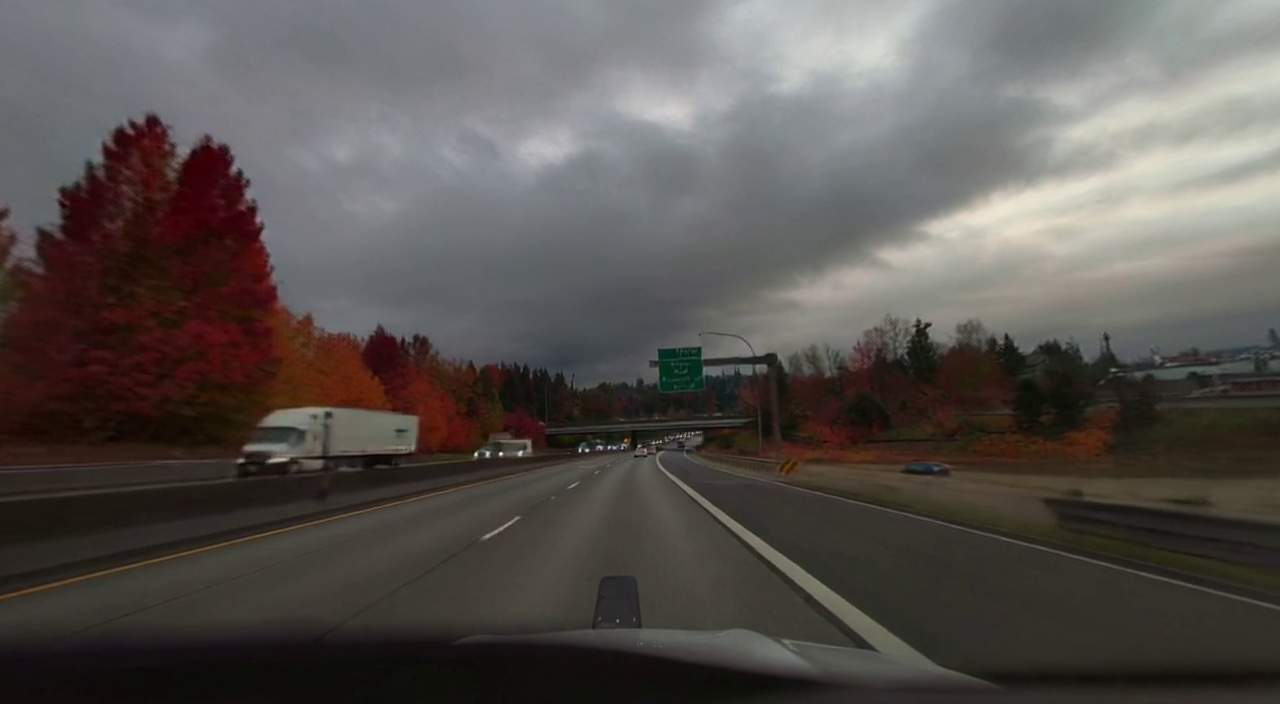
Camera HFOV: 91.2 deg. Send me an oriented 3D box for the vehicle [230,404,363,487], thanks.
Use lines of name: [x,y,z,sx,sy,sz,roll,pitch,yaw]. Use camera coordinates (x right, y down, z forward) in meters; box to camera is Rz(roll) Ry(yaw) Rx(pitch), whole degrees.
vehicle: [-17.408,4.837,32.423,3.114,3.820,6.284,0,-9,0]
